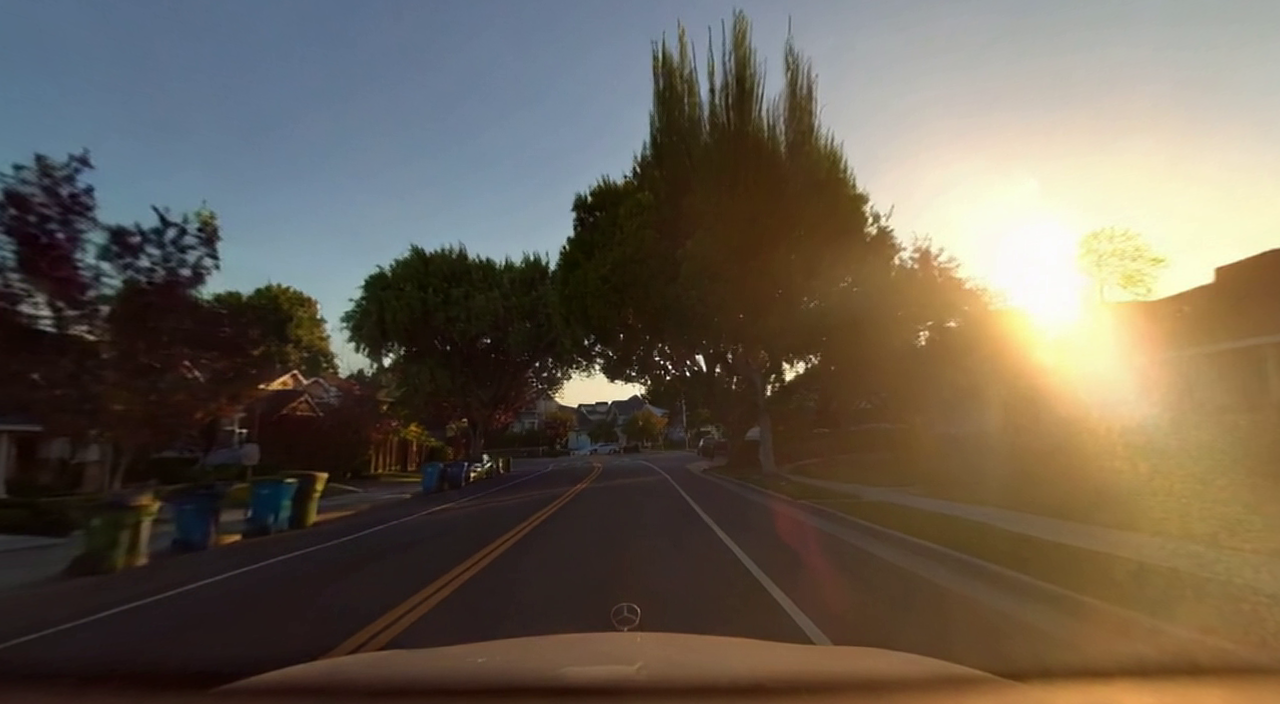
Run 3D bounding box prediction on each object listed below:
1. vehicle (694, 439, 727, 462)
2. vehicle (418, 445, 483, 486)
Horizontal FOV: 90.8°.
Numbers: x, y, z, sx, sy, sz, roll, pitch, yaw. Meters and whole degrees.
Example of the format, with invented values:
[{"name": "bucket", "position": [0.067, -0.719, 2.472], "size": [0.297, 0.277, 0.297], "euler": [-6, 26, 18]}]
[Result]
[{"name": "vehicle", "position": [5.493, 7.787, 49.857], "size": [2.010, 1.694, 4.661], "euler": [0, -8, -1]}, {"name": "vehicle", "position": [-9.478, 5.675, 31.892], "size": [1.998, 1.689, 4.384], "euler": [-4, -7, -2]}]
